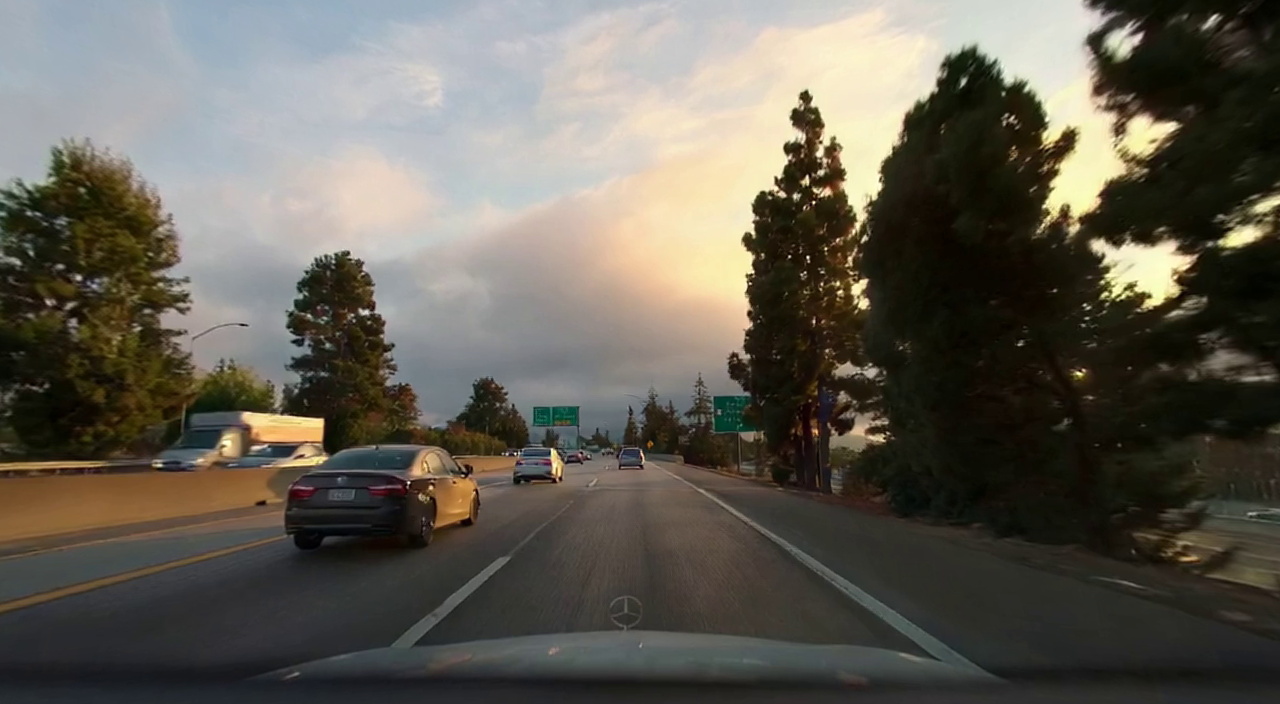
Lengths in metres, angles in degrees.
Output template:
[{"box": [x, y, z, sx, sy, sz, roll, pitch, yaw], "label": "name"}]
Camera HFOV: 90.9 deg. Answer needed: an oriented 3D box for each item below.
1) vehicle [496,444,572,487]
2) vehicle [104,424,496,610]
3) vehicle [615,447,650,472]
[{"box": [-3.873, 4.234, 23.934, 2.107, 1.453, 4.462, 0, -8, 0], "label": "vehicle"}, {"box": [-3.329, 1.692, 7.519, 2.067, 1.509, 4.551, 0, -8, 1], "label": "vehicle"}, {"box": [-0.494, 6.752, 39.910, 2.100, 1.471, 3.956, 0, -8, -1], "label": "vehicle"}]
